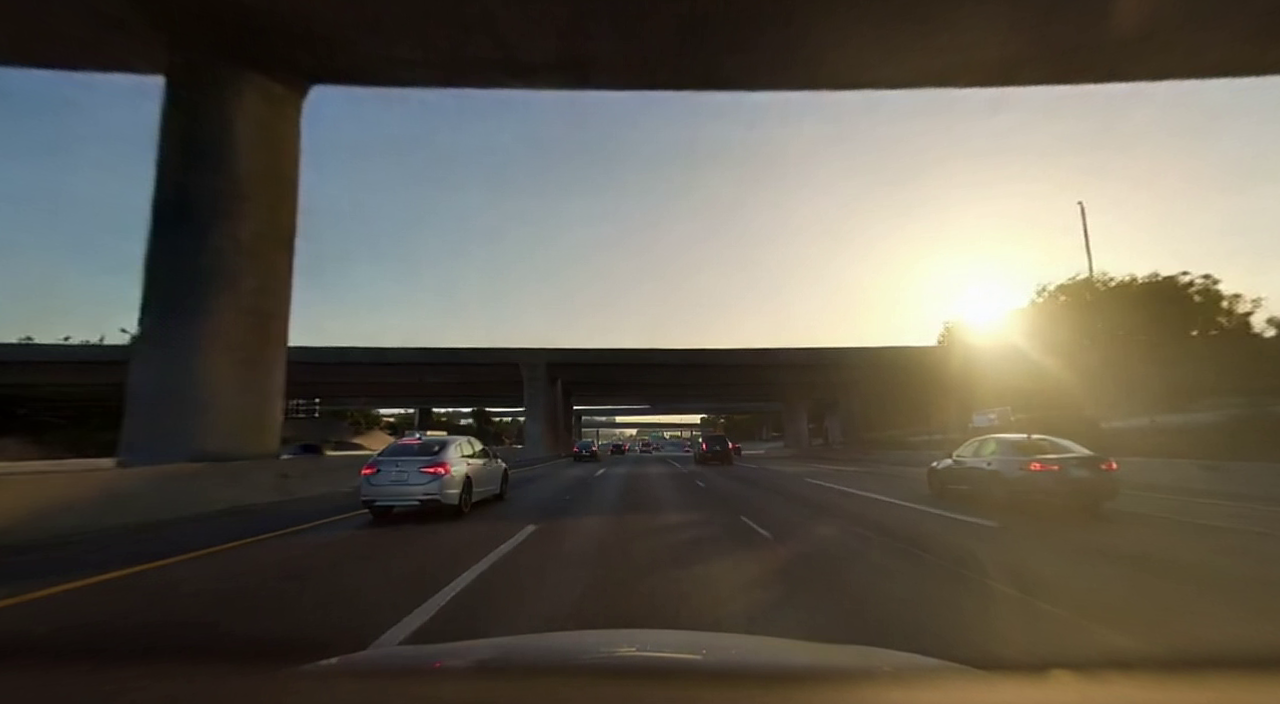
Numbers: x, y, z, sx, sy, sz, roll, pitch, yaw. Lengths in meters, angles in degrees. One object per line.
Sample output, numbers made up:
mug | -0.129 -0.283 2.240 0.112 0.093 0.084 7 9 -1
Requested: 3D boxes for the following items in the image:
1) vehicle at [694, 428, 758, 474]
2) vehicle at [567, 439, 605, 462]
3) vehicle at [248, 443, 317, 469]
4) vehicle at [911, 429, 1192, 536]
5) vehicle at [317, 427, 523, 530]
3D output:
vehicle | 3.523 4.171 26.766 2.072 1.761 4.242 0 -8 -1
vehicle | -3.544 6.571 42.317 2.047 1.464 4.387 0 -8 1
vehicle | -22.073 6.421 39.192 1.871 1.458 4.515 1 -8 -4
vehicle | 6.686 2.138 11.014 1.989 1.472 4.322 0 -8 0
vehicle | -3.636 2.182 11.562 1.997 1.476 4.703 0 -8 1
